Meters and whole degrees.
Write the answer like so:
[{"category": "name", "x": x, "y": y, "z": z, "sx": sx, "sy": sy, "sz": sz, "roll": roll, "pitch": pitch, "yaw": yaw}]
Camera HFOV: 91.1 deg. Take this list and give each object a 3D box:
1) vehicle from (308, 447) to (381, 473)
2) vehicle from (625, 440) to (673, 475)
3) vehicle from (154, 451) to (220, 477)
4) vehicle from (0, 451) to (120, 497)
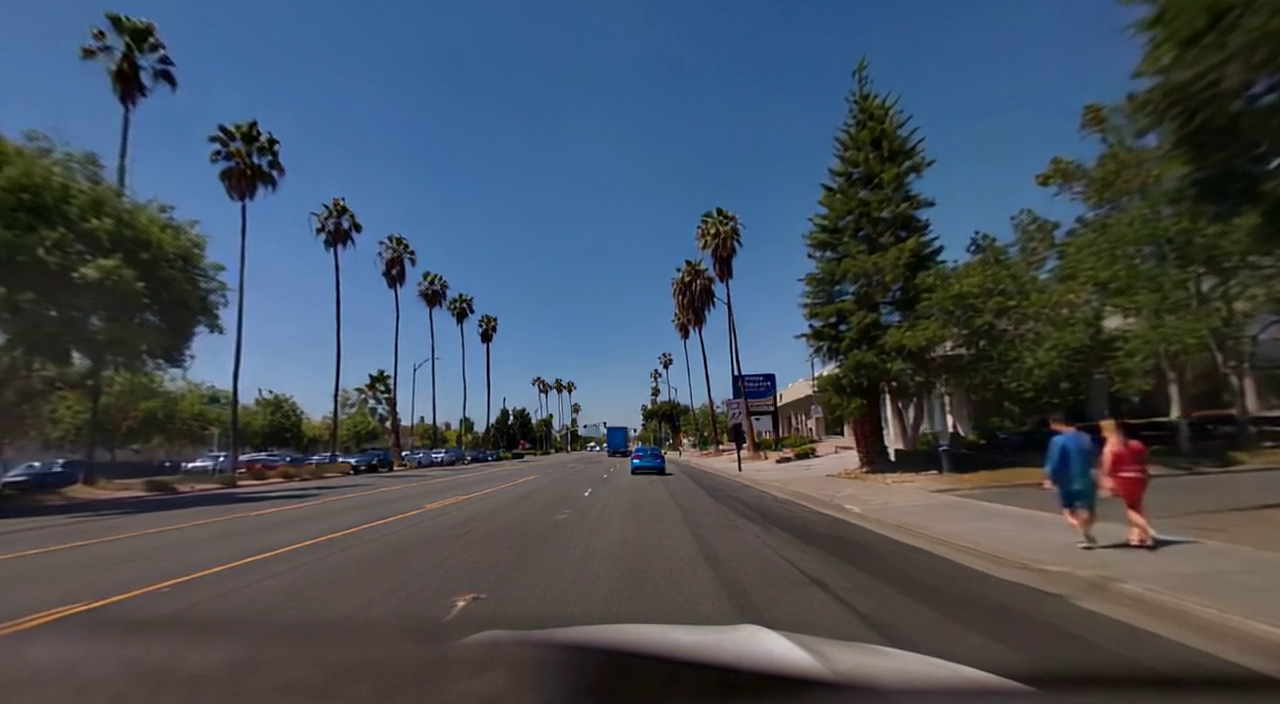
[{"category": "vehicle", "x": -22.869, "y": 8.320, "z": 48.688, "sx": 4.672, "sy": 1.665, "sz": 1.957, "roll": -3, "pitch": -7, "yaw": -2}, {"category": "vehicle", "x": 0.388, "y": 4.995, "z": 29.830, "sx": 2.144, "sy": 1.514, "sz": 4.063, "roll": 0, "pitch": -9, "yaw": -1}, {"category": "vehicle", "x": -35.250, "y": 8.684, "z": 48.845, "sx": 4.727, "sy": 1.857, "sz": 2.136, "roll": -5, "pitch": -10, "yaw": 28}, {"category": "vehicle", "x": -28.607, "y": 5.911, "z": 30.784, "sx": 2.047, "sy": 1.814, "sz": 4.831, "roll": -4, "pitch": -7, "yaw": 0}]
